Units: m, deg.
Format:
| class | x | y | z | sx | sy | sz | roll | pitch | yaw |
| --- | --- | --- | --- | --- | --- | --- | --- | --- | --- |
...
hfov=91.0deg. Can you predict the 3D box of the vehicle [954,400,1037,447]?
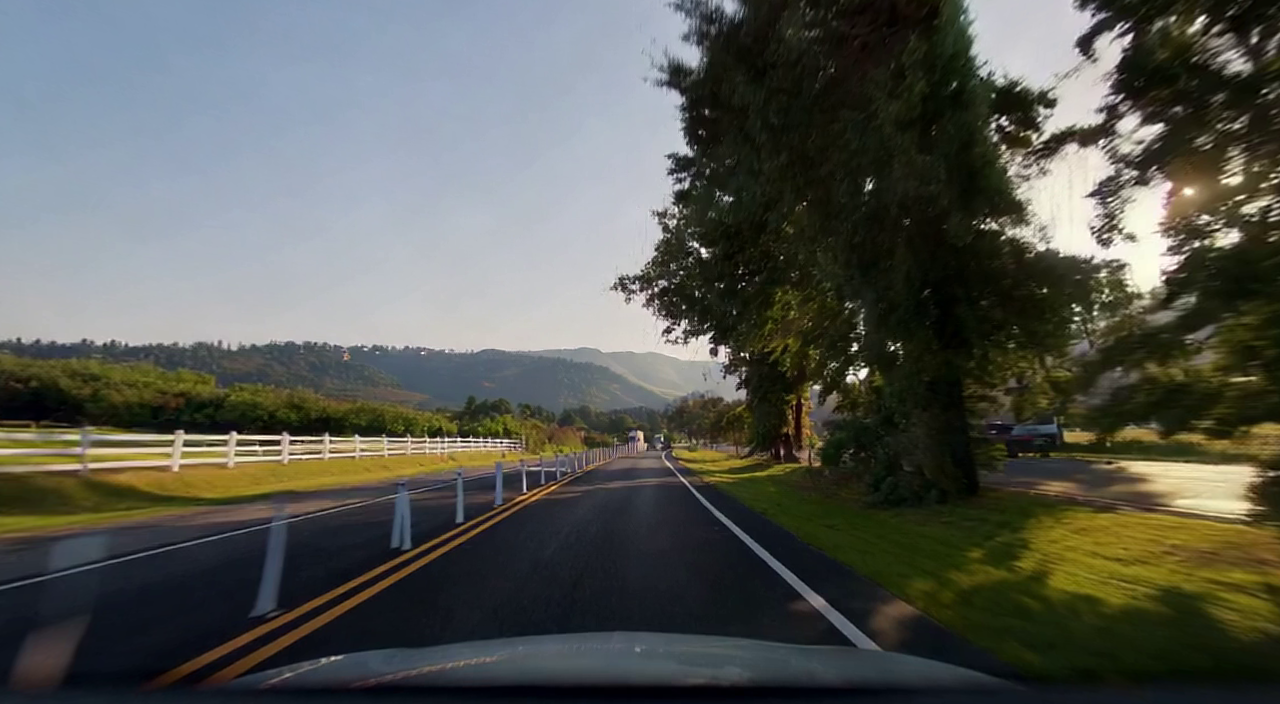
| class | x | y | z | sx | sy | sz | roll | pitch | yaw |
| --- | --- | --- | --- | --- | --- | --- | --- | --- | --- |
| vehicle | 24.979 | 5.095 | 44.275 | 4.691 | 3.097 | 3.036 | -5 | -9 | 31 |
